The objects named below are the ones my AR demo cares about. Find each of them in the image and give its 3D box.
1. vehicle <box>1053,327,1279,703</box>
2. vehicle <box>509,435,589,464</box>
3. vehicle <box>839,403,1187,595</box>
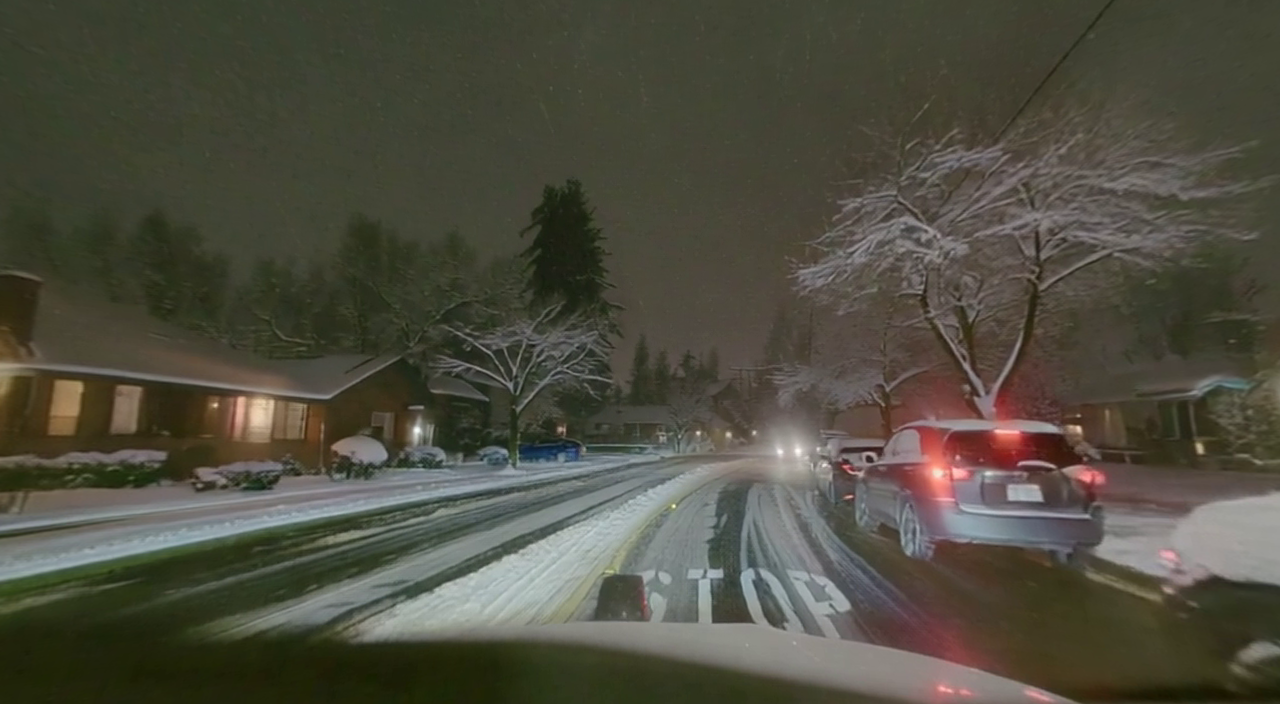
[{"bbox_3d":[3.301,0.561,0.729,2.692,1.649,4.689,-1,-9,4],"label":"vehicle"},{"bbox_3d":[-5.968,6.428,41.443,4.870,1.813,1.910,-3,-9,15],"label":"vehicle"},{"bbox_3d":[4.190,1.708,8.292,2.303,1.733,4.687,-2,-9,9],"label":"vehicle"}]
